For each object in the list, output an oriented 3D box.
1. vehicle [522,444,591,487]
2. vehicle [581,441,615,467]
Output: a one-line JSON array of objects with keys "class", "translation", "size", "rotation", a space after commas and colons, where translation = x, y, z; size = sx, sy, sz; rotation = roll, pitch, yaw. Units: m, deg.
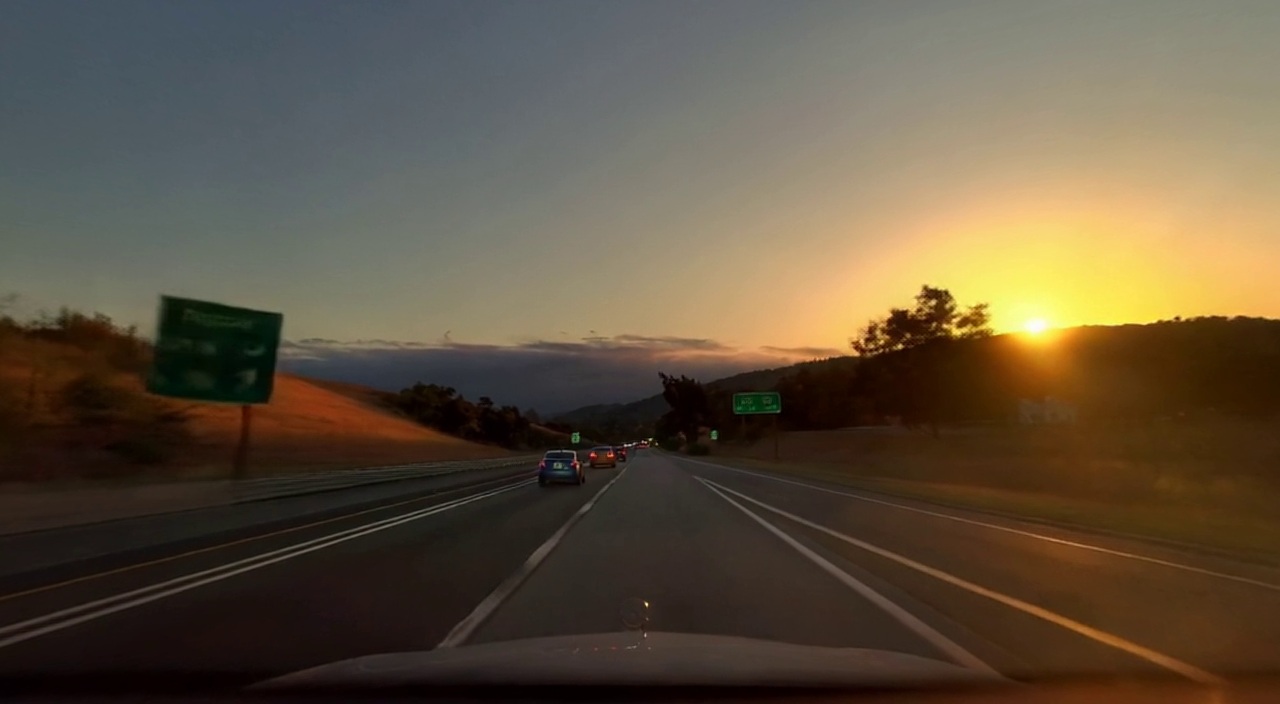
[{"class": "vehicle", "translation": [-3.219, 4.504, 25.340], "size": [2.044, 1.527, 4.607], "rotation": [0, -9, 1]}, {"class": "vehicle", "translation": [-3.076, 7.614, 47.093], "size": [2.177, 1.852, 4.427], "rotation": [0, -9, 1]}]
